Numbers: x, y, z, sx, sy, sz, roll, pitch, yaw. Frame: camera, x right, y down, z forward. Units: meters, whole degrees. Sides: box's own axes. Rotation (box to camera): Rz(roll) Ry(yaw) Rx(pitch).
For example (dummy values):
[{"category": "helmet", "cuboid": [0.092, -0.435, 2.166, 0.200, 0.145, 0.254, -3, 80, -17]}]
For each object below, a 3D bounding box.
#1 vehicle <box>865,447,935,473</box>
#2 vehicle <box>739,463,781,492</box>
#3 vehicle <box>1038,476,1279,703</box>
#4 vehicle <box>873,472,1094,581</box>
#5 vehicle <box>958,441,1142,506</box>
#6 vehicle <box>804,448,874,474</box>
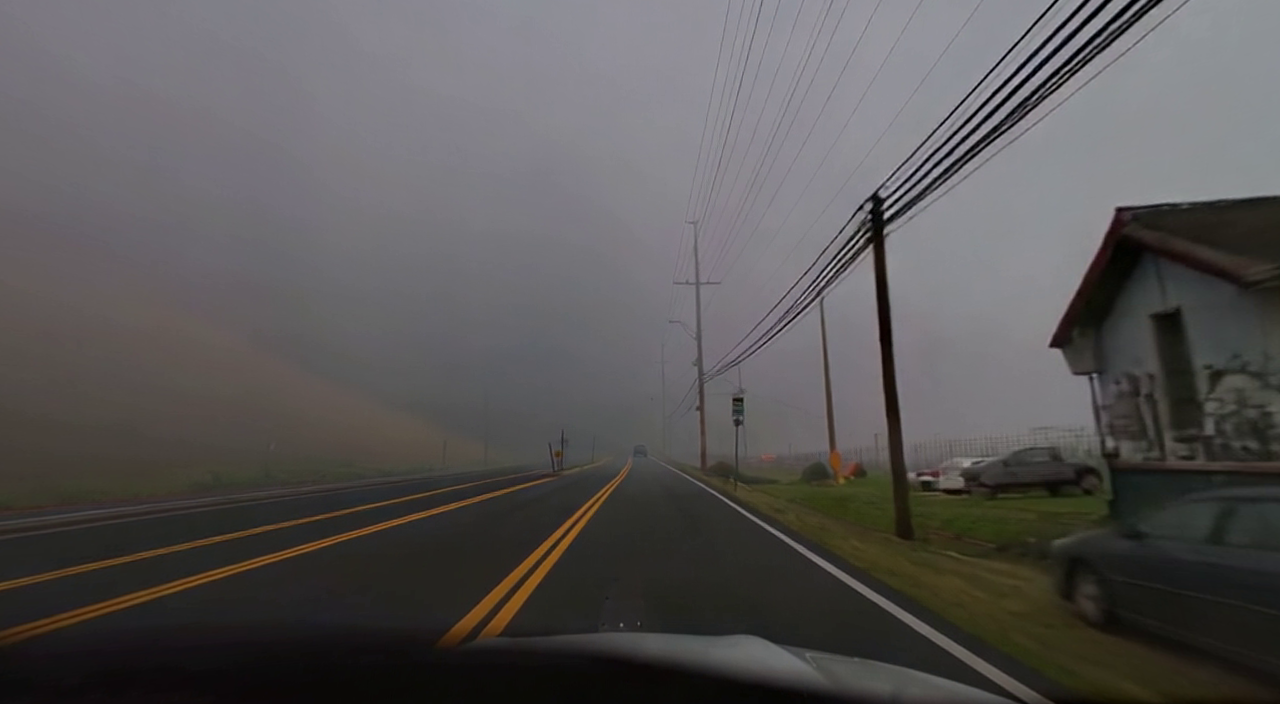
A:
[{"category": "vehicle", "cuboid": [17.227, 7.143, 42.002, 3.878, 1.663, 1.752, 0, -8, 2]}, {"category": "vehicle", "cuboid": [6.818, 7.166, 36.312, 1.781, 1.432, 4.169, 0, -8, 2]}, {"category": "vehicle", "cuboid": [6.029, 2.023, 5.493, 1.966, 1.829, 4.812, -1, -12, 1]}, {"category": "vehicle", "cuboid": [6.048, 3.081, 11.797, 1.926, 1.497, 3.988, 0, -8, 1]}, {"category": "vehicle", "cuboid": [14.881, 4.439, 23.212, 4.982, 1.869, 2.265, -4, -11, 0]}, {"category": "vehicle", "cuboid": [15.409, 8.477, 49.150, 4.798, 1.934, 1.908, 0, -8, 1]}]
